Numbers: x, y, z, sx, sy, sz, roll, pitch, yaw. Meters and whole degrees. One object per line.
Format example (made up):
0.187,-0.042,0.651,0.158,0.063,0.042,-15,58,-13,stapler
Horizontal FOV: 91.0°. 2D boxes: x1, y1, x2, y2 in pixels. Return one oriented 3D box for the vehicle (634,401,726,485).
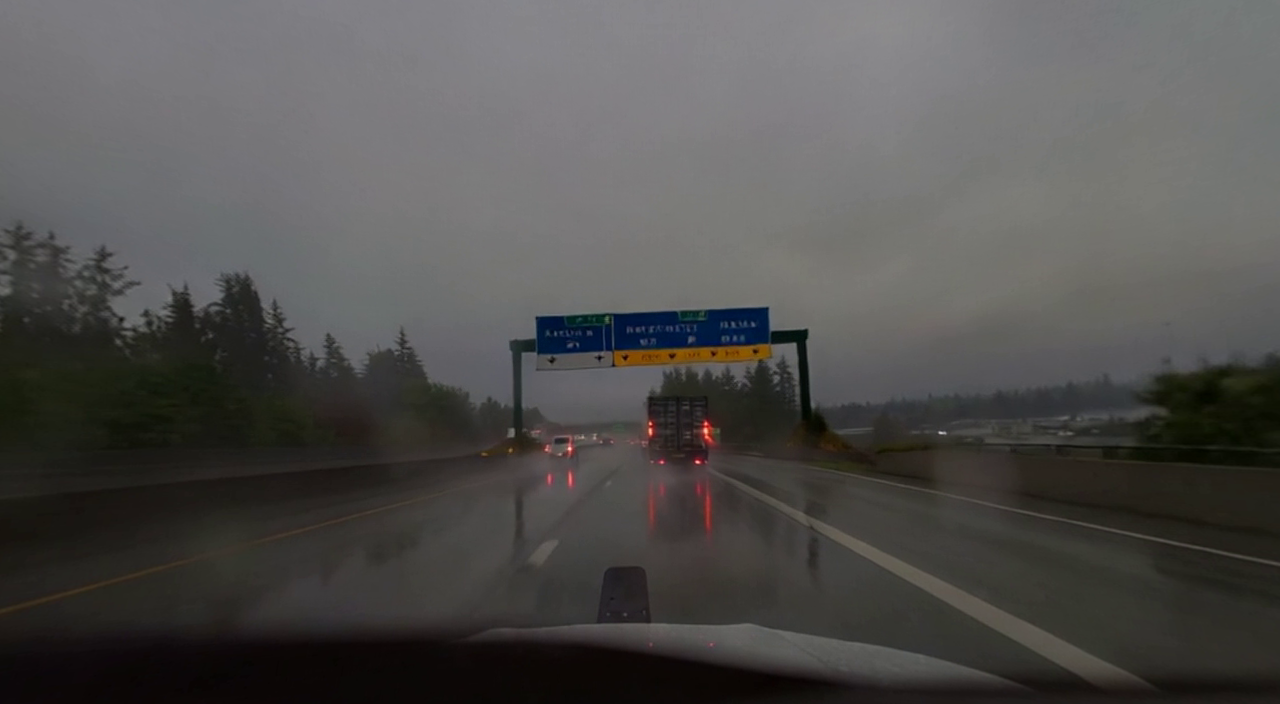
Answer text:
1.130,3.101,21.566,2.677,2.439,6.402,0,-8,0,vehicle
